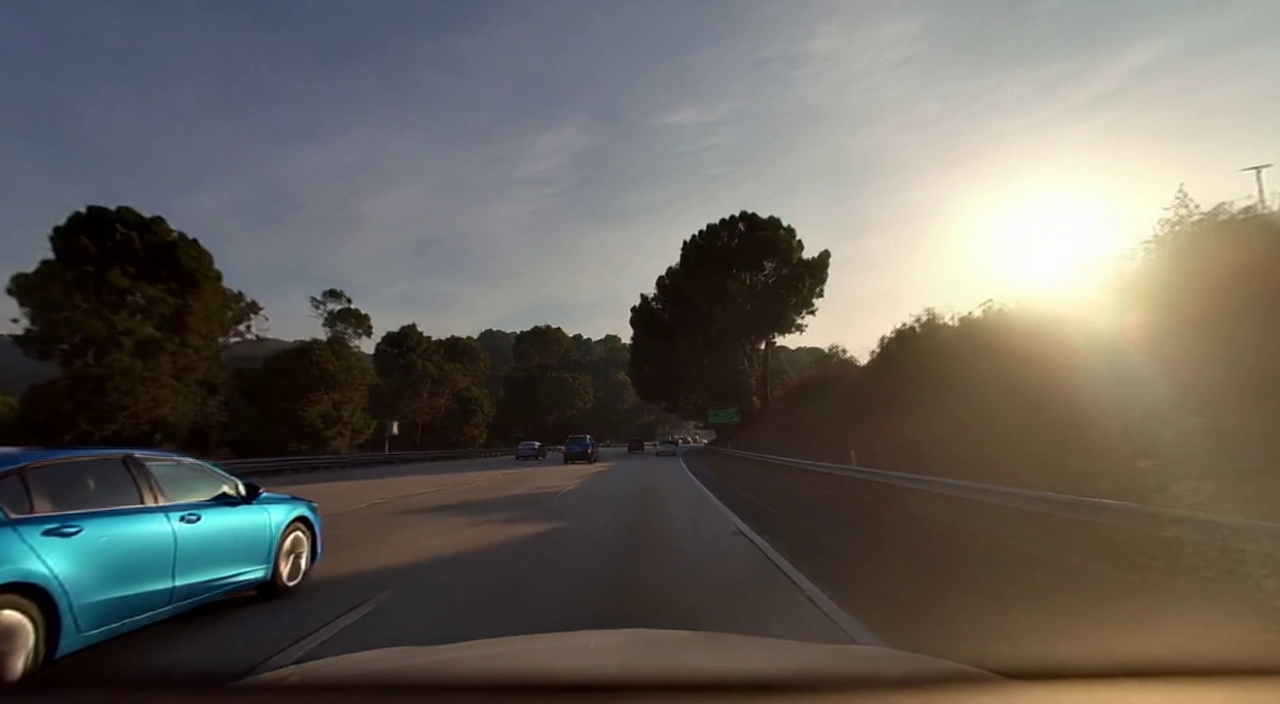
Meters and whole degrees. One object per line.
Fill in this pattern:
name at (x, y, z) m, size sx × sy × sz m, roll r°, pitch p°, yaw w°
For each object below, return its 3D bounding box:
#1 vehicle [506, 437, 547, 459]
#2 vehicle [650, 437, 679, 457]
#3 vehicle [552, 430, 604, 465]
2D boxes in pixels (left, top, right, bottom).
vehicle at (-7.775, 6.642, 43.548) m, size 1.883 × 1.411 × 4.053 m, roll 0°, pitch -8°, yaw 3°
vehicle at (1.883, 7.162, 47.509) m, size 2.113 × 1.464 × 4.073 m, roll -1°, pitch -8°, yaw 4°
vehicle at (-3.203, 5.091, 33.586) m, size 2.071 × 1.716 × 4.363 m, roll 0°, pitch -8°, yaw 3°
